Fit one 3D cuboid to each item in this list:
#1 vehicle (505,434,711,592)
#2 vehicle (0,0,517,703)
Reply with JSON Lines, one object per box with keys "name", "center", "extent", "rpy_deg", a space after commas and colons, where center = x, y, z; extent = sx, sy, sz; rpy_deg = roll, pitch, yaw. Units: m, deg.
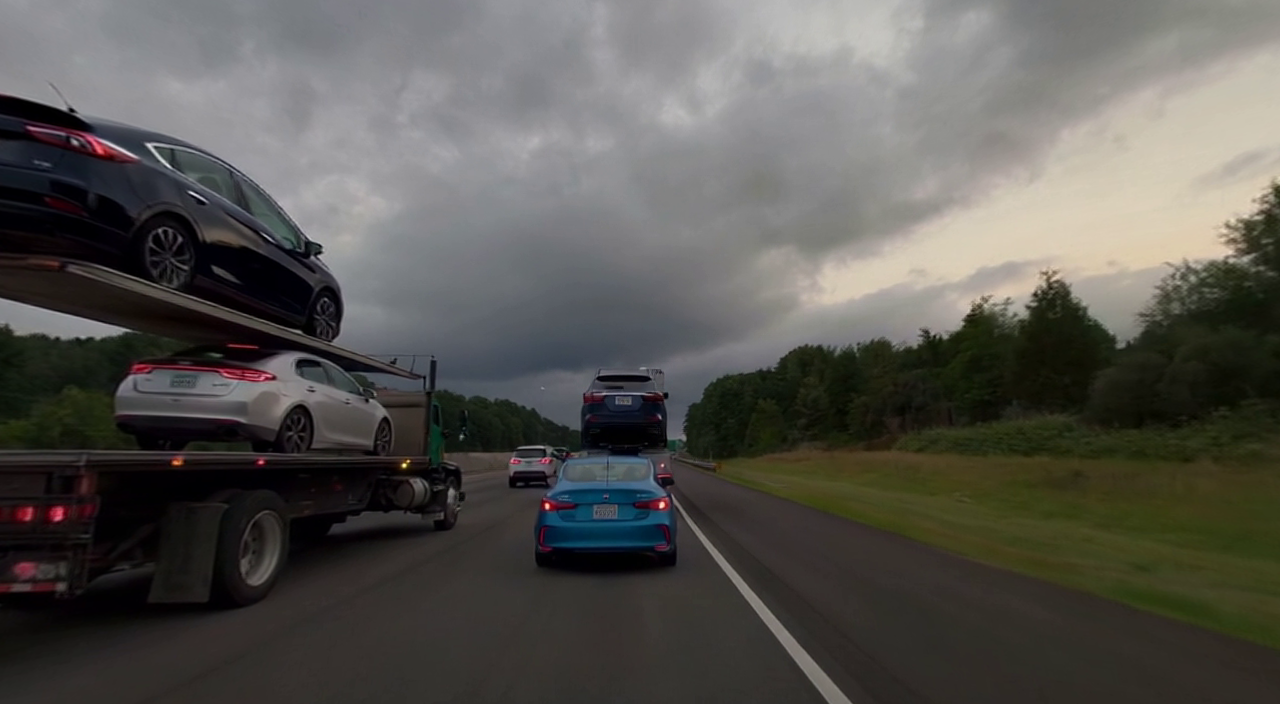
{"name": "vehicle", "center": [-0.334, 1.836, 7.917], "extent": [1.991, 1.507, 3.391], "rpy_deg": [0, -9, -1]}
{"name": "vehicle", "center": [-4.628, 0.792, 9.492], "extent": [2.836, 4.059, 14.286], "rpy_deg": [0, -9, -1]}
